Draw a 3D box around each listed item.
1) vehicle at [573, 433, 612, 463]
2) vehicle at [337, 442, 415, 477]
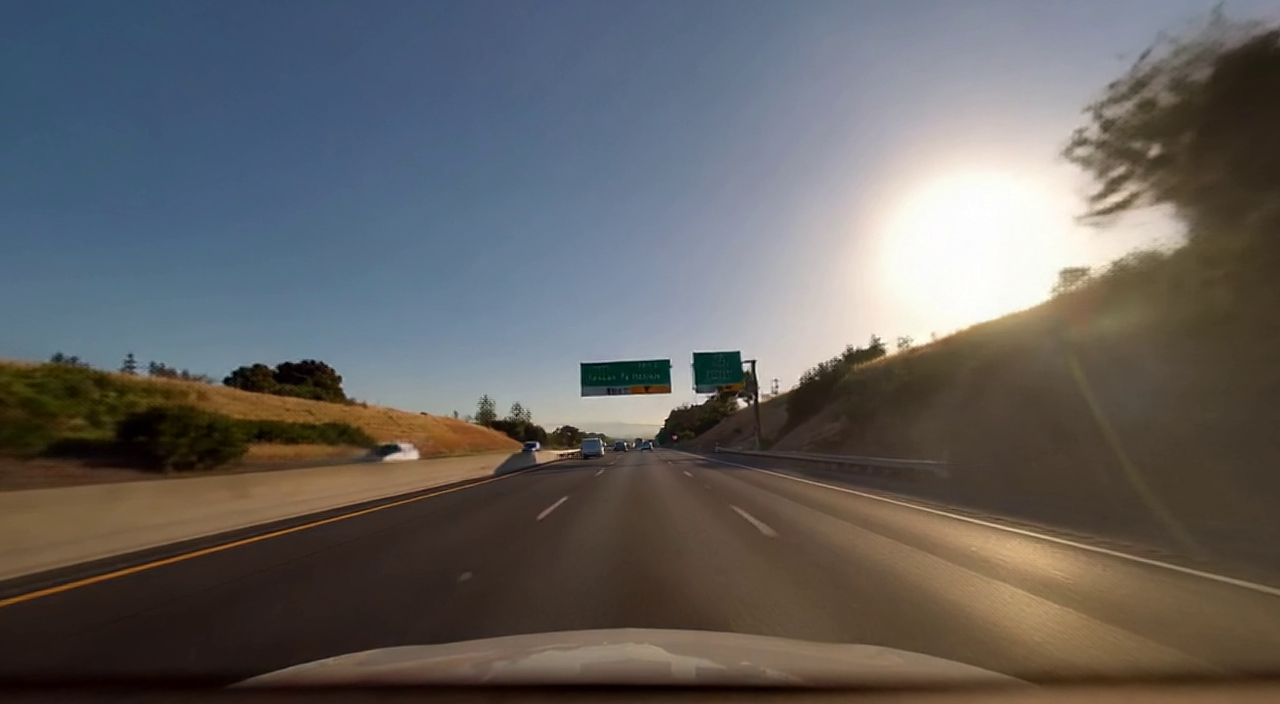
[{"bbox_3d":[-3.234,6.669,43.819,2.286,2.011,4.452,0,-8,1],"label":"vehicle"},{"bbox_3d":[-12.528,5.110,30.167,1.872,1.541,4.178,0,-8,1],"label":"vehicle"}]
